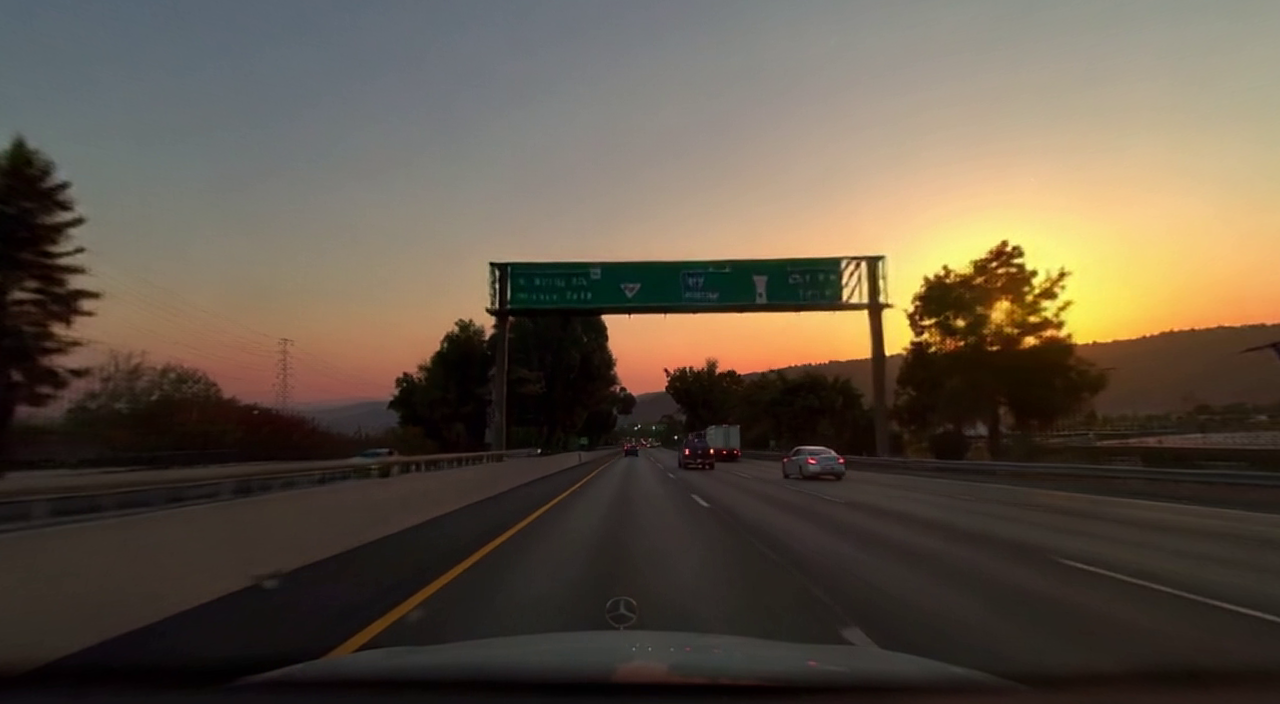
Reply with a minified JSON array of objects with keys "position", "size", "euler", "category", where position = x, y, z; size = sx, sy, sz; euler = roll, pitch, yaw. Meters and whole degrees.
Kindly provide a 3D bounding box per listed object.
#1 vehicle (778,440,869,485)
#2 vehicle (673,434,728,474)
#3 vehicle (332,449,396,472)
[{"position":[6.572,3.998,23.166],"size":[2.009,1.456,4.097],"euler":[0,-9,-2],"category":"vehicle"},{"position":[2.938,5.103,31.872],"size":[2.258,1.824,4.908],"euler":[0,-9,-1],"category":"vehicle"},{"position":[-18.152,7.143,41.757],"size":[2.078,1.342,4.590],"euler":[0,-8,1],"category":"vehicle"}]
